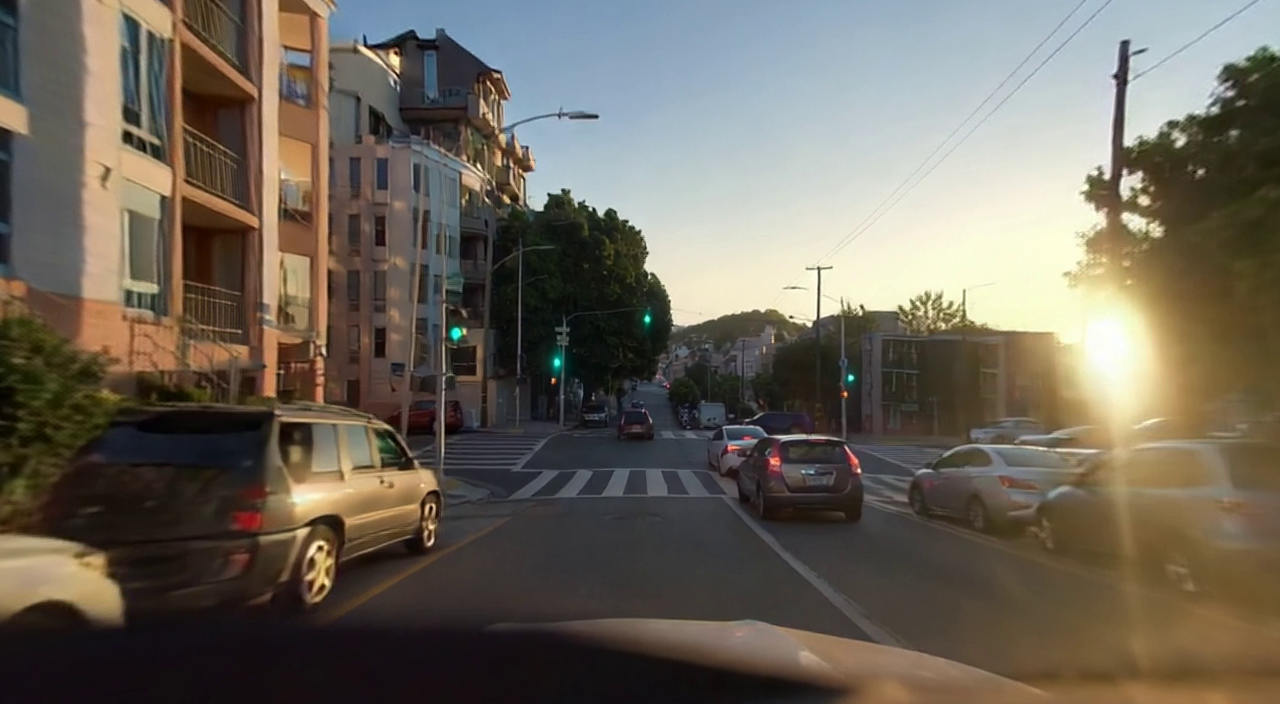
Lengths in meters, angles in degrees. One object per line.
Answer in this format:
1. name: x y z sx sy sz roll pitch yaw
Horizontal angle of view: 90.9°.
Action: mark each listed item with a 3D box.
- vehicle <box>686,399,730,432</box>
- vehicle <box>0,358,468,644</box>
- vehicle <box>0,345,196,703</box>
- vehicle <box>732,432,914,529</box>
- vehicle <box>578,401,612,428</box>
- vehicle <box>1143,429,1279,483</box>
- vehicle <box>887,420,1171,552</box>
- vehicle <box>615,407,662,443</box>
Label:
1. vehicle: 3.834 3.724 36.355 2.093 1.655 4.327 0 -9 1
2. vehicle: -3.539 1.325 6.600 2.016 1.885 4.723 0 -9 1
3. vehicle: -3.509 0.657 1.335 1.922 1.704 4.398 0 -9 -1
4. vehicle: 3.121 2.310 11.955 2.055 1.450 4.676 0 -9 0
5. vehicle: -2.733 3.938 39.200 1.878 1.521 3.697 0 -9 -1
6. vehicle: 19.155 3.326 20.268 4.132 1.618 1.978 0 -9 2
7. vehicle: 6.111 2.137 10.772 1.999 1.752 4.502 0 -9 1
8. vehicle: -0.036 3.217 27.963 1.923 1.460 3.923 0 -6 1
